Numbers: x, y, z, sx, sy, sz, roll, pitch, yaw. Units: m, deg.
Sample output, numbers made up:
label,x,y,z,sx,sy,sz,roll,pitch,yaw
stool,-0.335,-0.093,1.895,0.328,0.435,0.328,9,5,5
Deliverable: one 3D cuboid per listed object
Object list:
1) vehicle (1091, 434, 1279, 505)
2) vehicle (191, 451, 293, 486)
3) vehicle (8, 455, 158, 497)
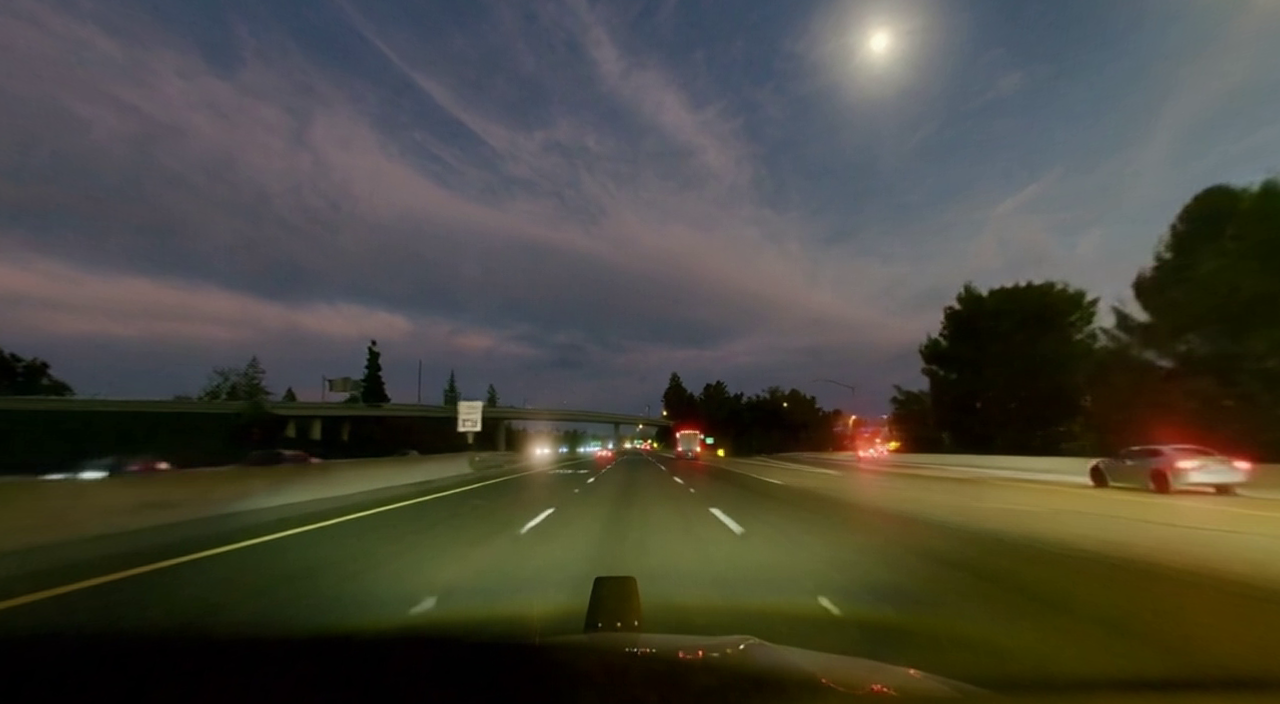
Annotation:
label,x,y,z,sx,sy,sz,roll,pitch,yaw
vehicle,13.713,2.850,15.740,1.878,1.509,4.327,-1,-9,3
vehicle,-18.935,5.541,30.341,1.907,1.490,4.498,0,-9,0
vehicle,-23.022,5.108,26.427,1.902,1.486,4.729,0,-9,1
